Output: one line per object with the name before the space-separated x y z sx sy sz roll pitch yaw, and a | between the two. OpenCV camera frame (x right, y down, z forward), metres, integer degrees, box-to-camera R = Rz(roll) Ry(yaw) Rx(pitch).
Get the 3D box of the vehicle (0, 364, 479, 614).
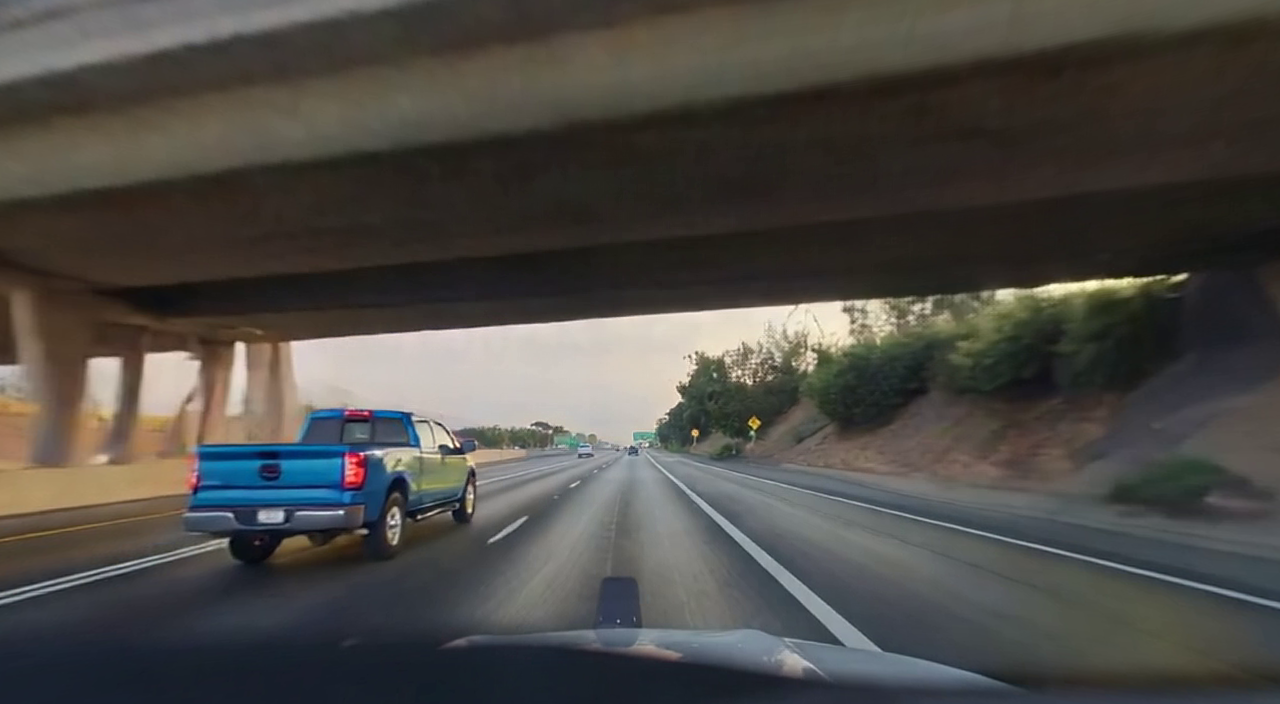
vehicle | -4.128 1.525 8.090 2.529 2.003 5.904 0 -8 1
